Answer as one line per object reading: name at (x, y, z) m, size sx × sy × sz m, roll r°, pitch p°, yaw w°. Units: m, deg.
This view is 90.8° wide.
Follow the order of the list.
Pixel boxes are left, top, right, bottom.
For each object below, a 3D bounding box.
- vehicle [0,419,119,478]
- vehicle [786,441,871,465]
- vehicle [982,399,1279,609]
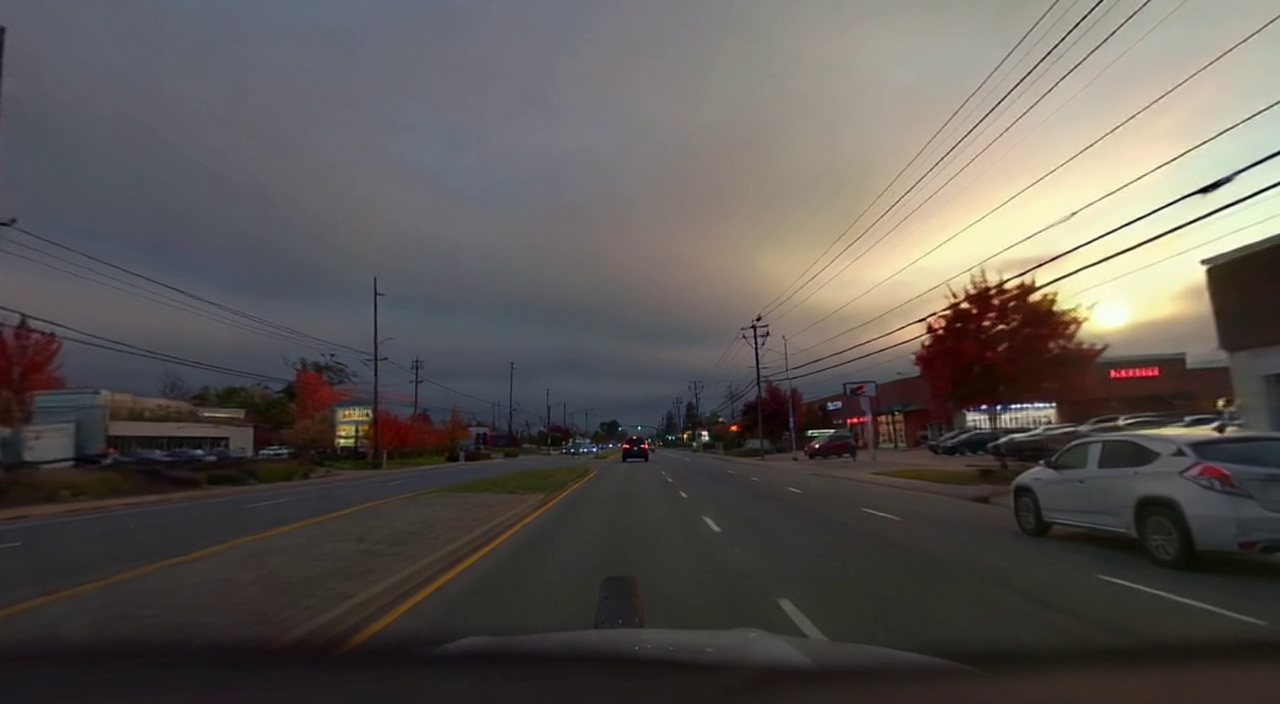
vehicle at (-28.688, 4.578, 29.705) m, size 5.851 × 2.505 × 2.504 m, roll -1°, pitch -8°, yaw -9°
vehicle at (14.518, 7.751, 48.783) m, size 5.733 × 1.610 × 2.253 m, roll 0°, pitch -8°, yaw -11°
vehicle at (6.217, 1.559, 7.275) m, size 1.995 × 1.705 × 4.434 m, roll 0°, pitch -9°, yaw -1°
